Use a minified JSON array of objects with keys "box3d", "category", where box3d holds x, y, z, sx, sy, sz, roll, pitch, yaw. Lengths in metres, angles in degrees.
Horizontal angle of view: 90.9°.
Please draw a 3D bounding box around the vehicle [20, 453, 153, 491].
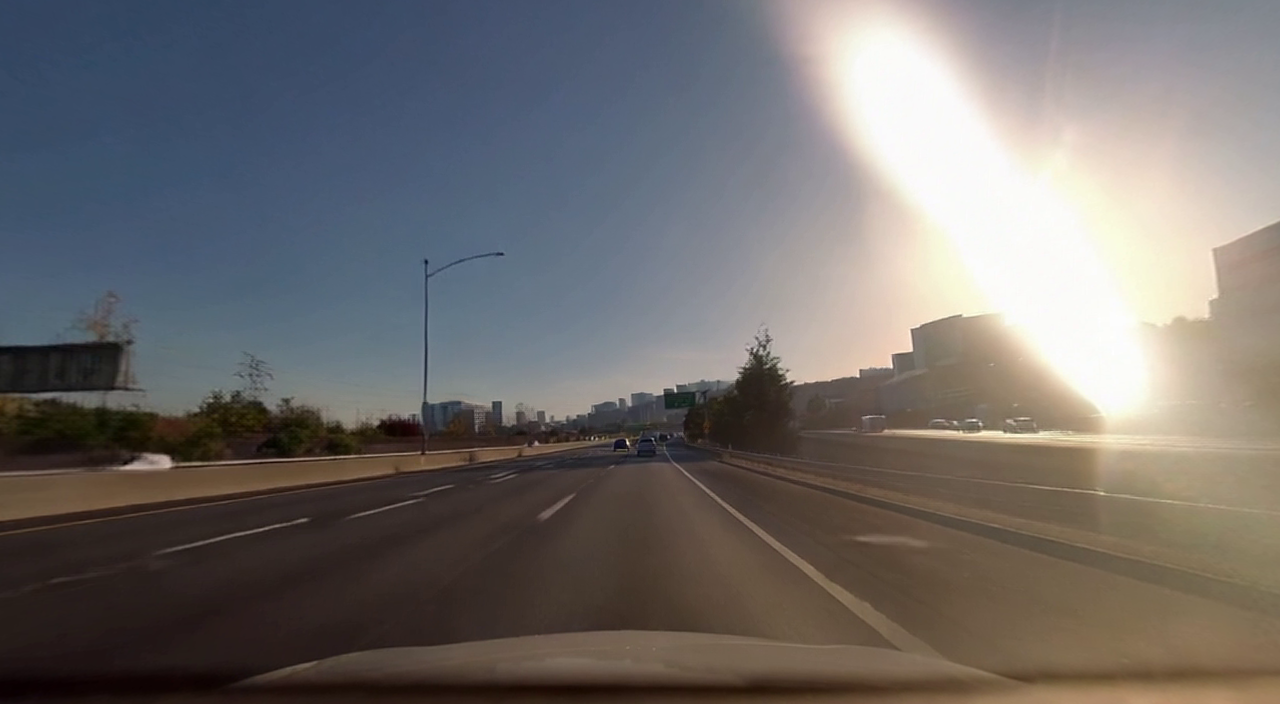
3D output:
[{"box3d":[-24.534,5.314,28.218,1.755,1.468,4.571,-1,-9,1],"category":"vehicle"}]
